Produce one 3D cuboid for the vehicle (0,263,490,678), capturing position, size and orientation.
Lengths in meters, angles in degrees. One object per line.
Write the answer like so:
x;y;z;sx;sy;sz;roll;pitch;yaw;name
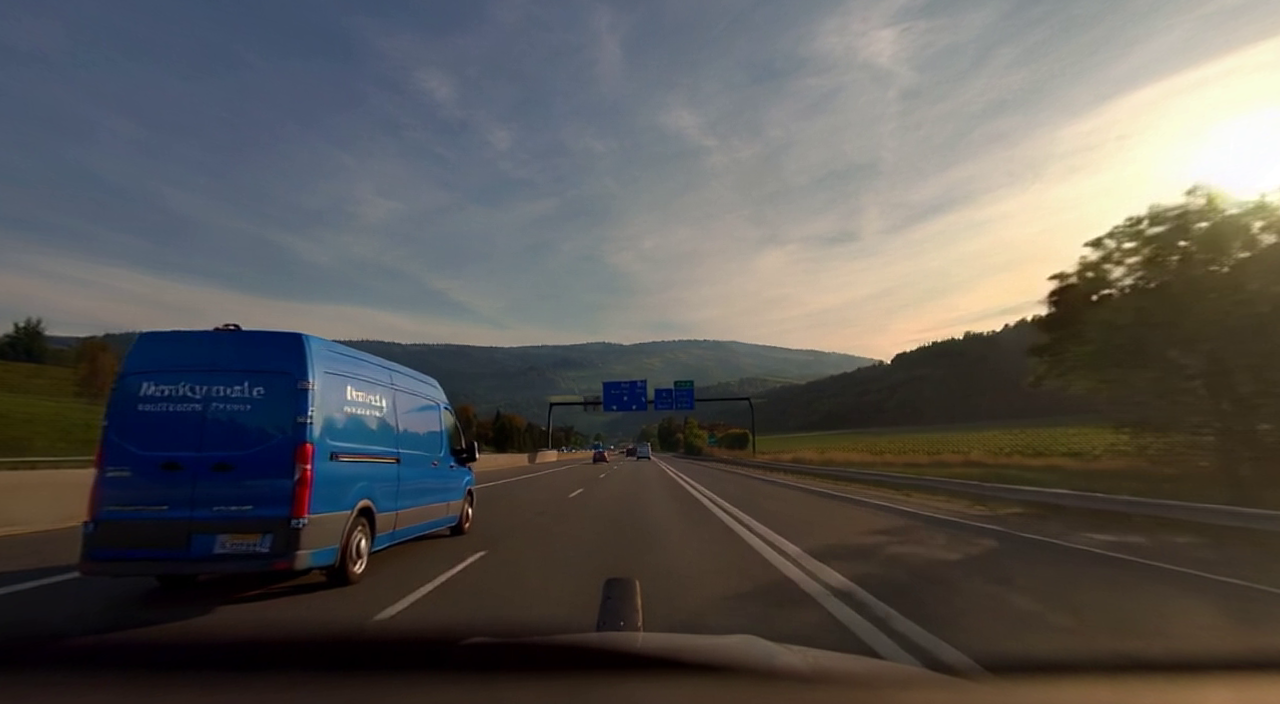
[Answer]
-3.815;1.230;7.546;2.320;2.636;7.021;0;-9;0;vehicle
